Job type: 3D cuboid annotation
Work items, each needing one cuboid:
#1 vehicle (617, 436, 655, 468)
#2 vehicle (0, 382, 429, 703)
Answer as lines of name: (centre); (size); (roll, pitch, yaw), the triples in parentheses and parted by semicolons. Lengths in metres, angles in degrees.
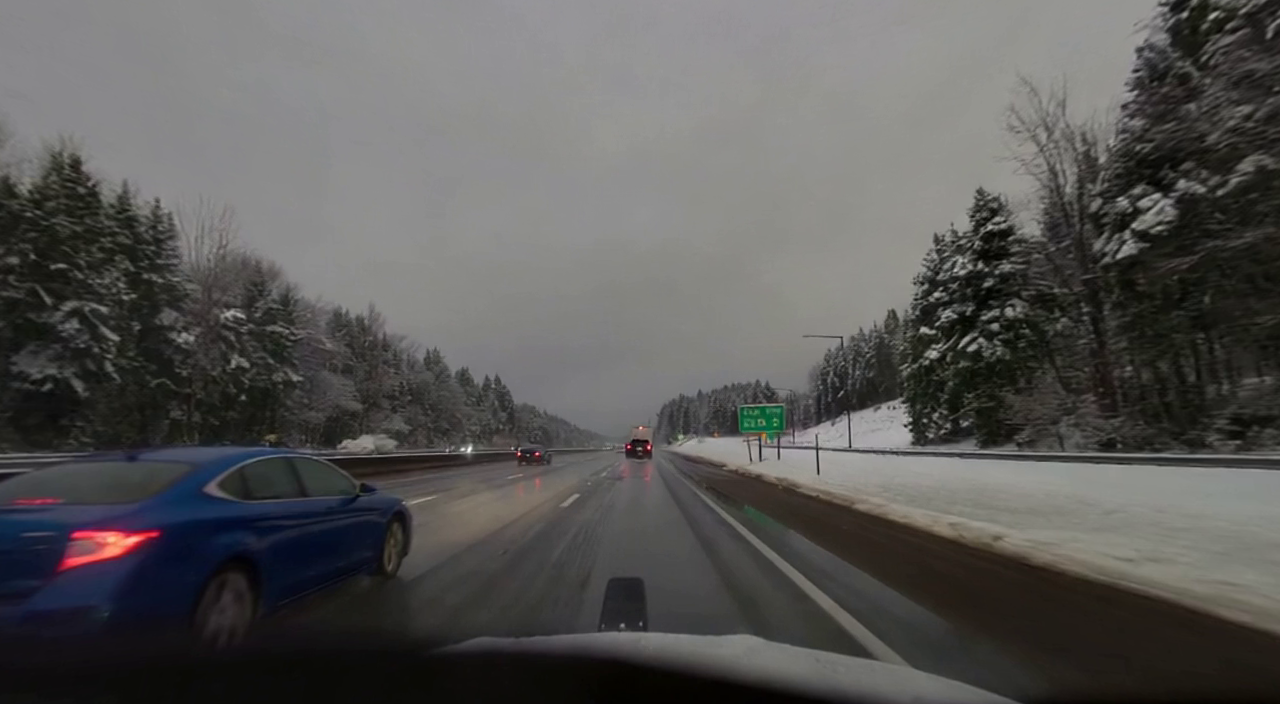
vehicle: (-0.216, 6.359, 40.276); (2.309, 1.915, 5.130); (0, -8, 1)
vehicle: (-3.494, 1.235, 4.522); (2.139, 1.589, 5.102); (-1, -8, 1)
